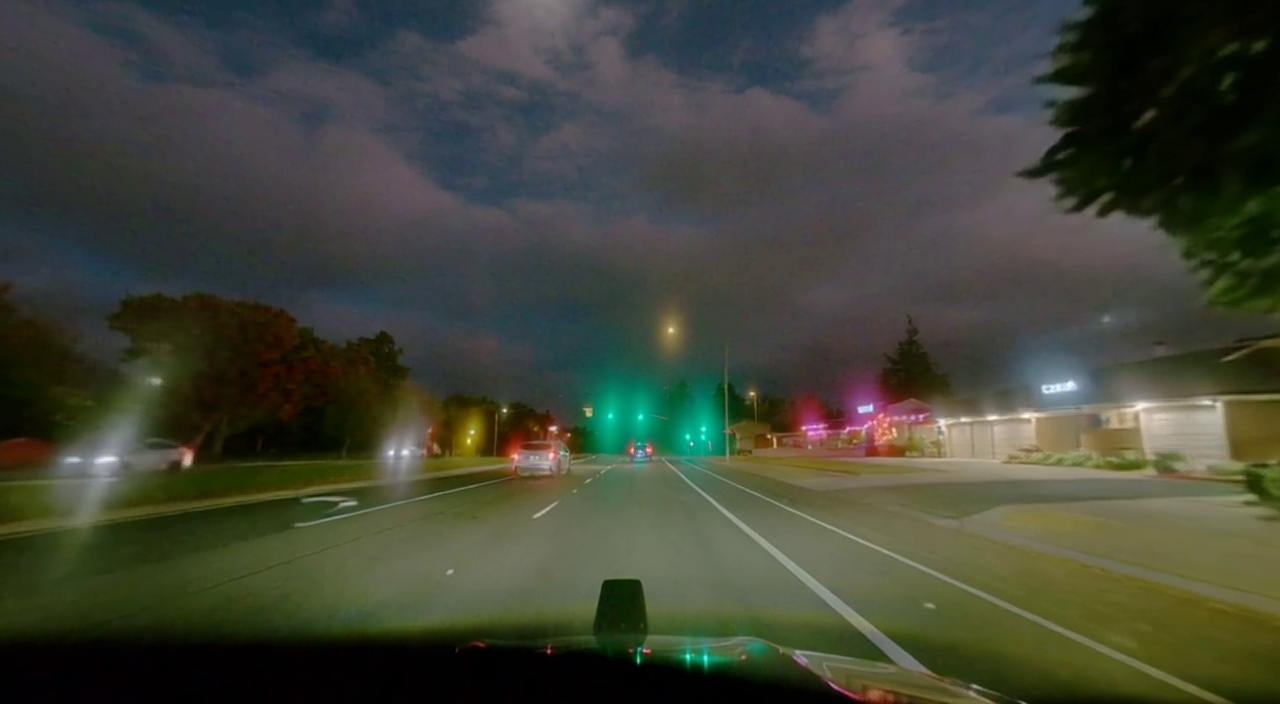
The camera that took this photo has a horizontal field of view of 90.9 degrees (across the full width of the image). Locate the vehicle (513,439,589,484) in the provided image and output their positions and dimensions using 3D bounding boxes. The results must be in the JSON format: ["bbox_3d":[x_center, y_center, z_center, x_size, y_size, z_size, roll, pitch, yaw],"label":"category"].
[{"bbox_3d":[-3.074,3.885,22.726,2.015,1.470,4.458,0,-8,1],"label":"vehicle"}]

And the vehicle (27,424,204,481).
[{"bbox_3d":[-17.267,3.346,21.148,2.032,1.689,4.624,0,-8,-1],"label":"vehicle"}]

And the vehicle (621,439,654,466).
[{"bbox_3d":[-0.148,6.851,43.248,2.153,1.764,4.047,0,-8,0],"label":"vehicle"}]
